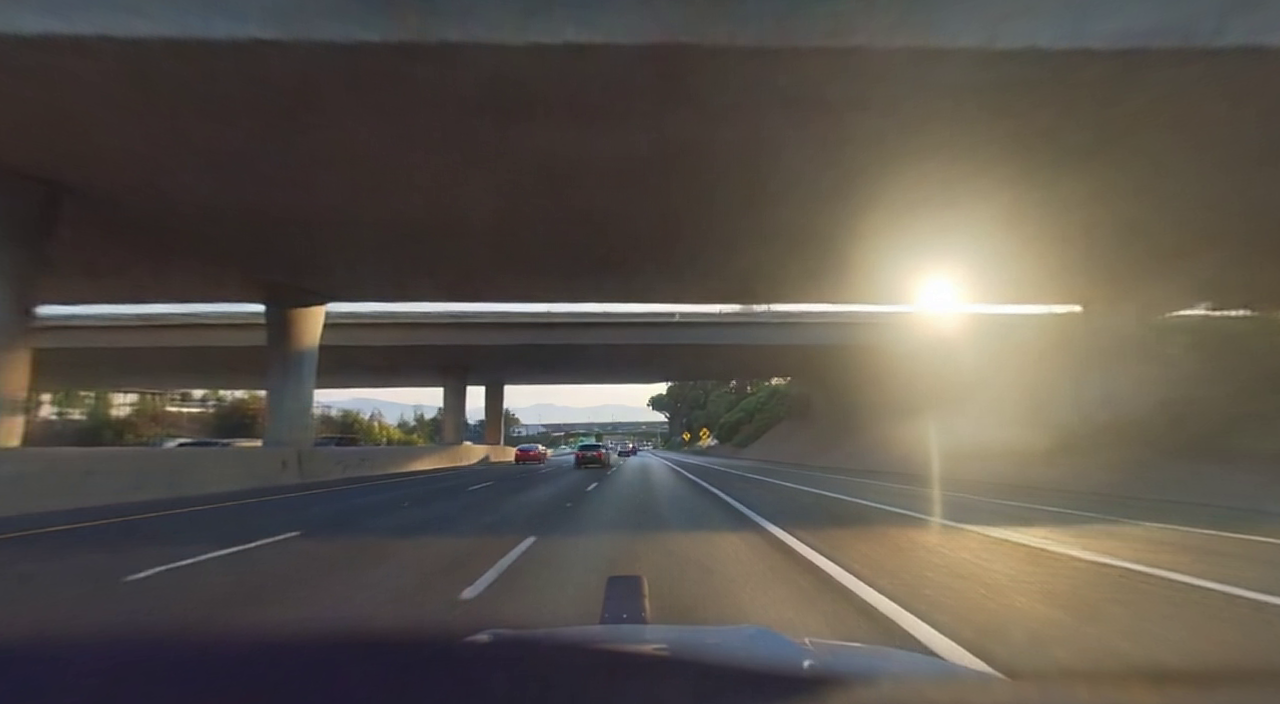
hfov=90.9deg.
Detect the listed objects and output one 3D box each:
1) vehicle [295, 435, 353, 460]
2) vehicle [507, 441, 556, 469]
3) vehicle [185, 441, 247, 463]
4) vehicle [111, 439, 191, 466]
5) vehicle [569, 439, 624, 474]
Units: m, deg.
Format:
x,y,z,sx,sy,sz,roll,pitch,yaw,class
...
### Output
x,y,z,sx,sy,sz,roll,pitch,yaw,class
-23.954,7.265,48.028,1.899,1.729,4.753,0,-8,0,vehicle
-6.578,6.308,38.850,2.069,1.551,4.830,0,-8,1,vehicle
-28.047,6.610,41.823,1.578,1.429,3.524,-1,-8,2,vehicle
-31.842,6.561,41.219,2.010,1.619,3.988,0,-8,1,vehicle
-2.100,5.247,31.851,2.210,1.628,4.586,-1,-8,3,vehicle
